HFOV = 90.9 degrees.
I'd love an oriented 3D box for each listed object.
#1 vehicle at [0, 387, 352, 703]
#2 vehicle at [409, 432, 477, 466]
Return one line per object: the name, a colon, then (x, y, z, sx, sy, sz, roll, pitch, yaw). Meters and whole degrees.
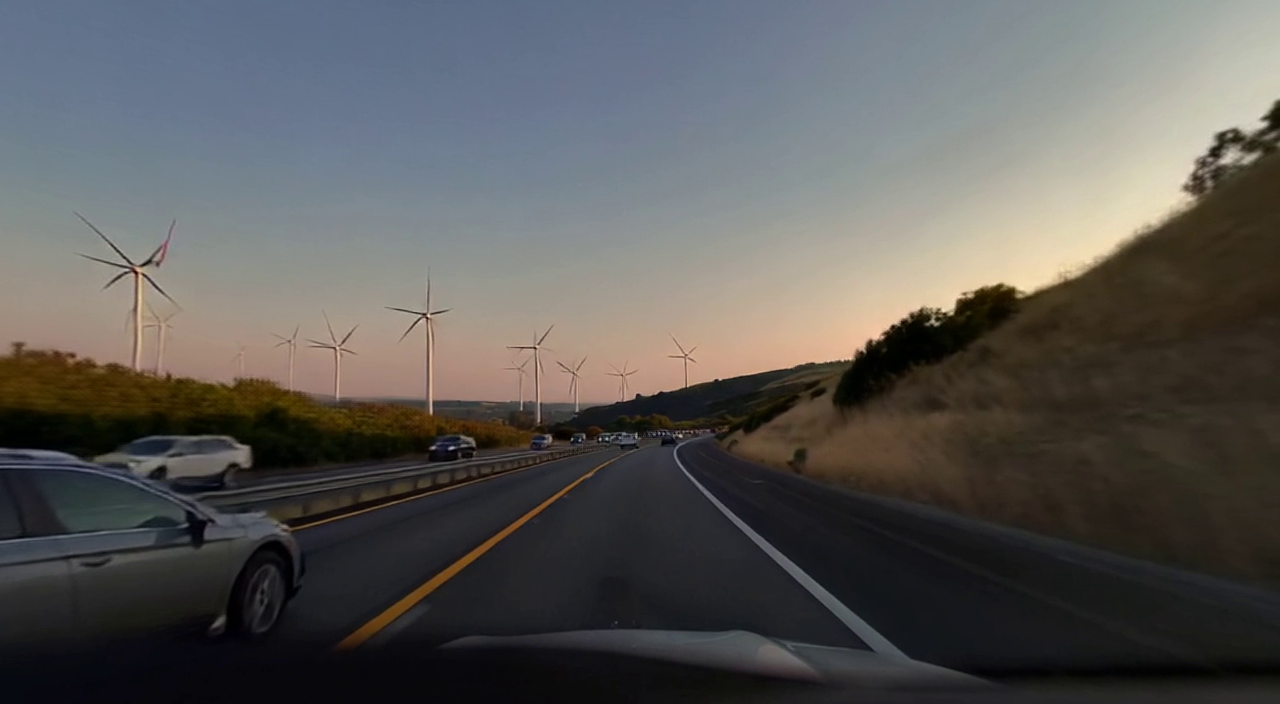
vehicle: (-2.886, 0.841, 1.961, 1.918, 1.443, 4.422, 0, -8, -1)
vehicle: (-9.228, 4.552, 29.860, 1.823, 1.509, 4.008, 0, -8, 2)
